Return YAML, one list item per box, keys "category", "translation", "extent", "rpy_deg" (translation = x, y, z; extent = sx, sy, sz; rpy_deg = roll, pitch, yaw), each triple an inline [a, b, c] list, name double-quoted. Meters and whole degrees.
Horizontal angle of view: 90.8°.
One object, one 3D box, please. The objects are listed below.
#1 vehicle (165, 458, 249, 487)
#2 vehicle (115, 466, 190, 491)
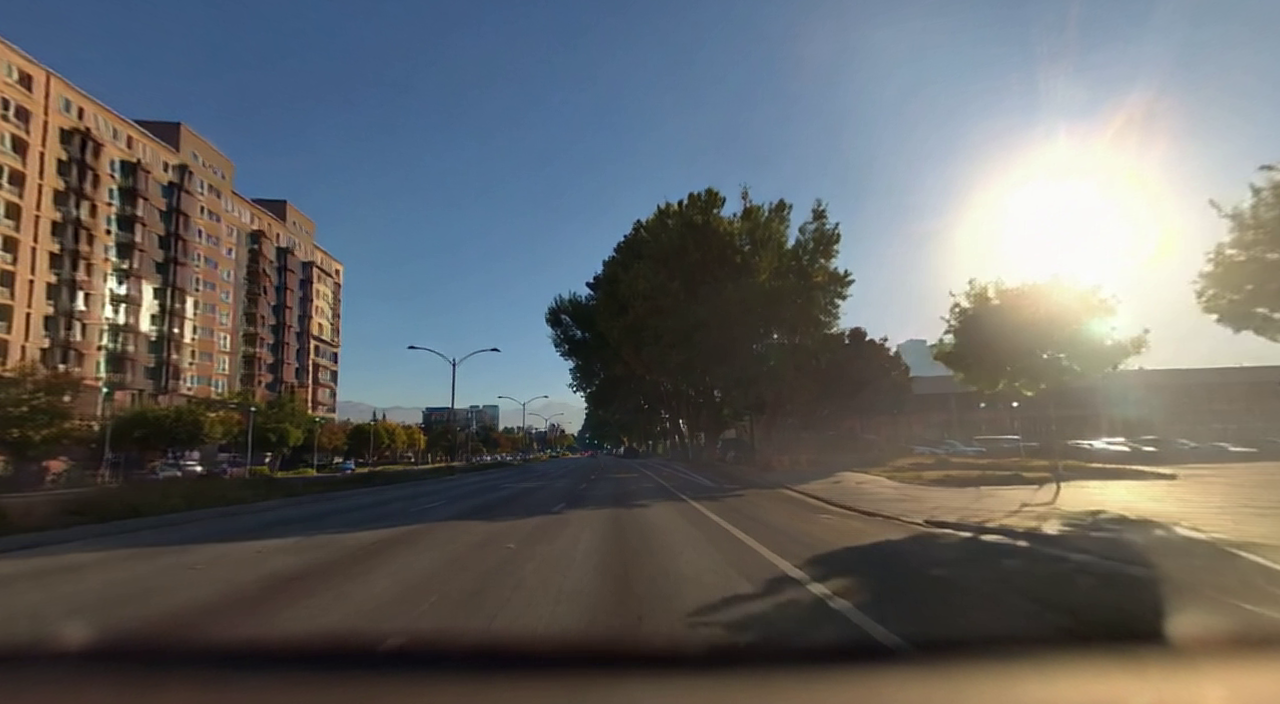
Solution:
- category: "vehicle"
  translation: [-33.920, 9.402, 49.827]
  extent: [2.483, 2.000, 6.110]
  rpy_deg: [0, -9, -3]
- category: "vehicle"
  translation: [-33.758, 8.743, 43.882]
  extent: [1.868, 1.467, 4.423]
  rpy_deg: [0, -9, -3]
